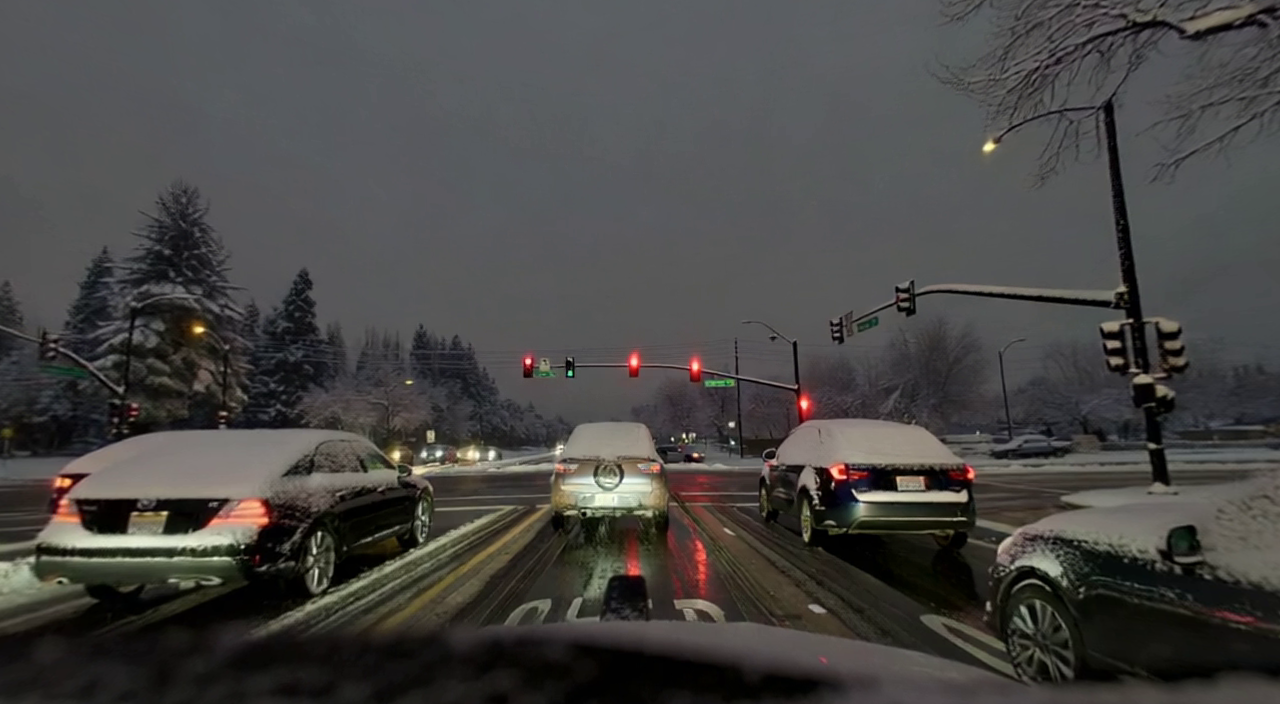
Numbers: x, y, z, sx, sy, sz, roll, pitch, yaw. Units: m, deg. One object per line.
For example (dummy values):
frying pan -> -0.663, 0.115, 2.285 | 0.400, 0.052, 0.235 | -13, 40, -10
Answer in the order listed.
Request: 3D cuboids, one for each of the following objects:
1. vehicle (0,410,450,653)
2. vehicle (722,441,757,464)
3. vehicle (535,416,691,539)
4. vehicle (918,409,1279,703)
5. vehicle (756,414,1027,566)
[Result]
vehicle -> -3.538, 1.440, 6.171 | 1.941, 1.492, 4.399 | 0, -8, 1
vehicle -> 7.638, 7.753, 48.775 | 1.986, 1.701, 4.380 | 0, -8, -1
vehicle -> -0.405, 2.088, 11.059 | 2.215, 1.749, 3.976 | 0, -8, -1
vehicle -> 3.257, 1.025, 2.846 | 1.960, 1.460, 4.233 | 0, -8, -2
vehicle -> 3.294, 1.899, 9.487 | 2.097, 1.707, 4.461 | 0, -8, -2
